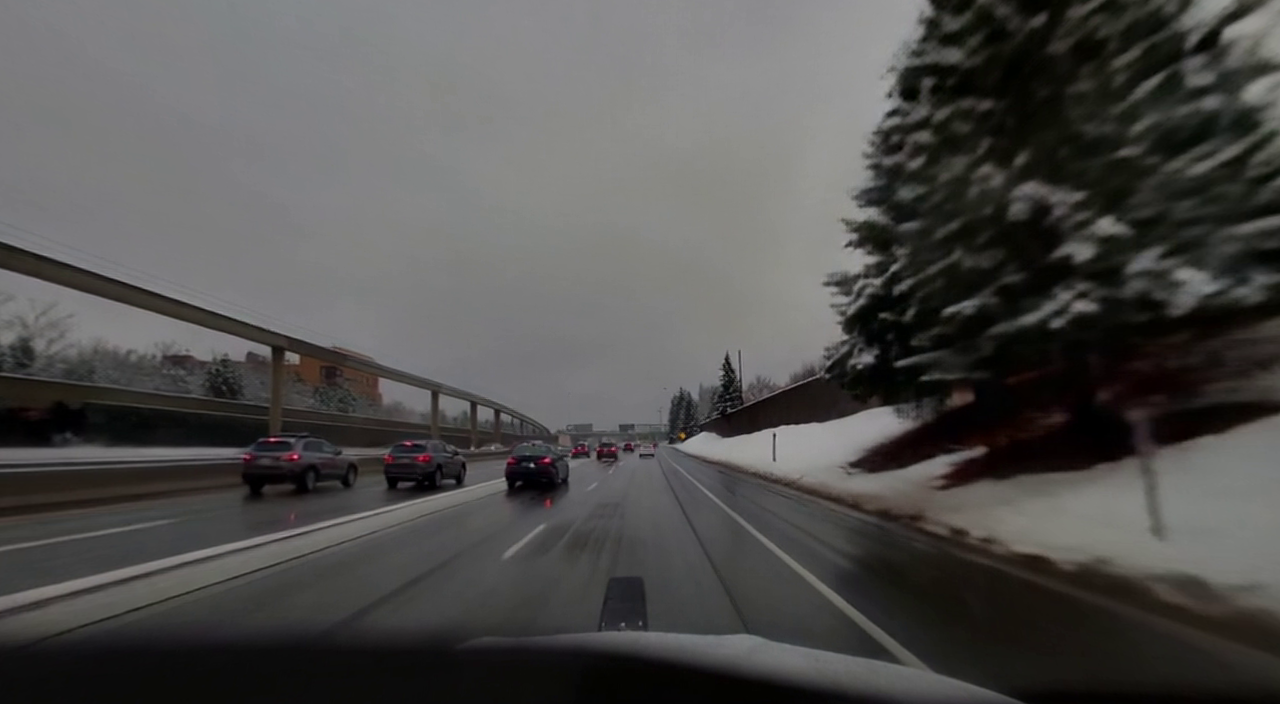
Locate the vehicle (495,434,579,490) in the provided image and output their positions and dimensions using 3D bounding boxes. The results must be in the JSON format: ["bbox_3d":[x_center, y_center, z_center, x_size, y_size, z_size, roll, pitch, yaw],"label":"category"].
[{"bbox_3d":[-3.433,3.757,21.980,2.052,1.731,4.372,0,-8,2],"label":"vehicle"}]

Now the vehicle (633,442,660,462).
[{"bbox_3d":[0.483,7.833,49.543,2.074,1.465,3.977,0,-8,0],"label":"vehicle"}]

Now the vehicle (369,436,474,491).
[{"bbox_3d":[-7.239,3.715,21.410,1.959,1.652,4.170,0,-8,2],"label":"vehicle"}]

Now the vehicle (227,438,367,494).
[{"bbox_3d":[-11.154,3.702,20.972,1.951,1.628,4.617,0,-8,1],"label":"vehicle"}]
